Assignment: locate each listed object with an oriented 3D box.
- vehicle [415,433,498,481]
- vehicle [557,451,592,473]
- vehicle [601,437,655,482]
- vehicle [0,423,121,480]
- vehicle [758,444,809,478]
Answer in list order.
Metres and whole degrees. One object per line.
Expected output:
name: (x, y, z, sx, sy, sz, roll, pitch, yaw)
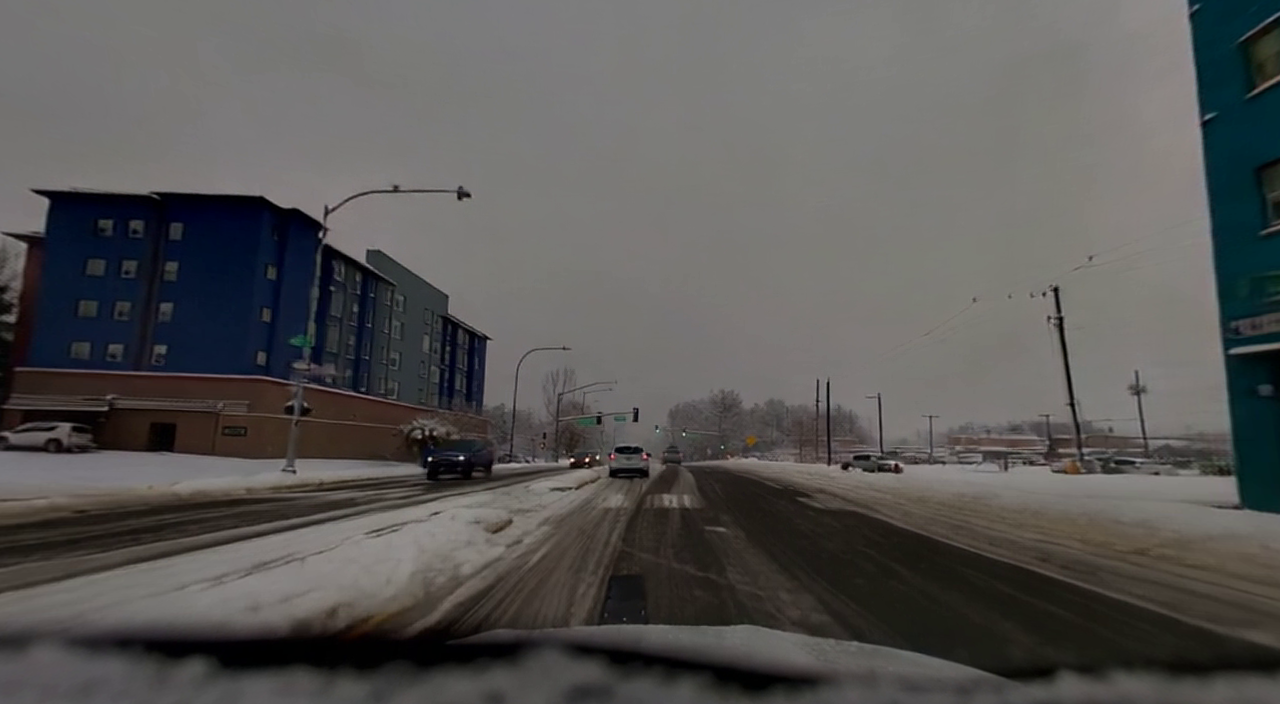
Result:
vehicle: (-8.683, 5.016, 30.339, 2.393, 2.059, 4.739, 0, -9, 2)
vehicle: (-4.847, 8.224, 47.282, 1.973, 1.502, 4.275, 0, -9, 3)
vehicle: (-0.525, 4.695, 27.817, 2.160, 1.786, 4.702, 0, -9, -1)
vehicle: (-39.185, 6.471, 41.211, 7.491, 3.562, 2.925, 1, -8, -5)
vehicle: (7.879, 5.991, 34.992, 1.952, 1.749, 4.311, 0, -9, 2)
